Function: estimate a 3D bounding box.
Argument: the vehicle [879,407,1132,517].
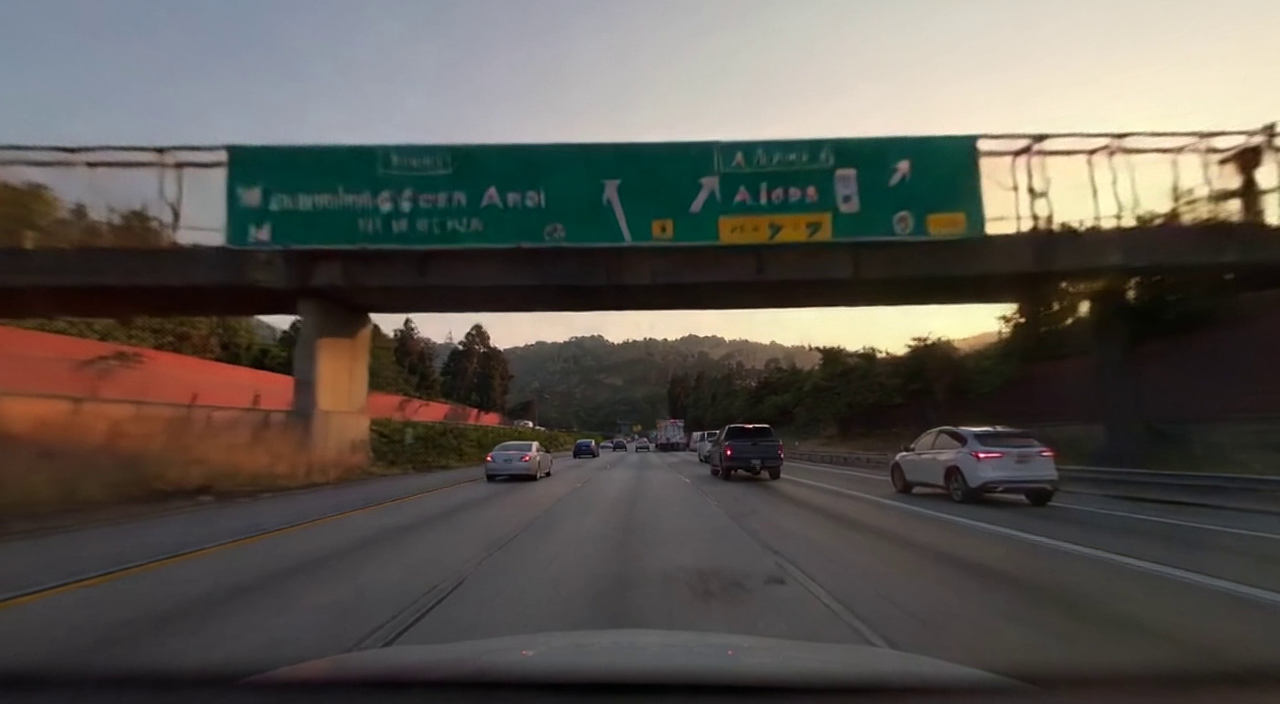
[{"bbox_3d":[7.659,2.401,14.231,2.291,1.968,5.662,0,-9,0],"label":"vehicle"}]

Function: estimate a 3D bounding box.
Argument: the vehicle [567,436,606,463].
[{"bbox_3d":[-3.345,6.208,40.216,2.020,1.628,4.248,0,-9,1],"label":"vehicle"}]

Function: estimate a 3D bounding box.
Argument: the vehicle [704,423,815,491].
[{"bbox_3d":[3.727,3.435,20.979,2.517,1.935,5.552,0,-9,-1],"label":"vehicle"}]

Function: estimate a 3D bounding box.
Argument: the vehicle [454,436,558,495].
[{"bbox_3d":[-3.673,3.193,18.095,1.978,1.473,4.073,0,-9,1],"label":"vehicle"}]
